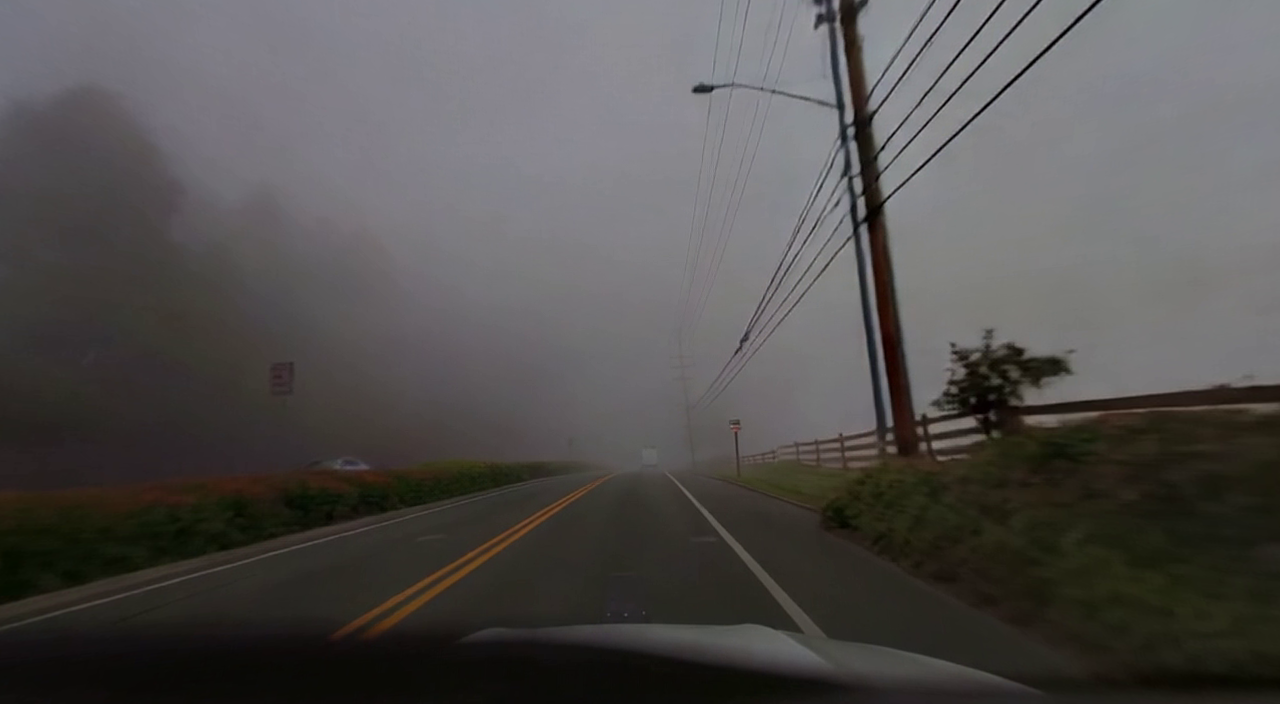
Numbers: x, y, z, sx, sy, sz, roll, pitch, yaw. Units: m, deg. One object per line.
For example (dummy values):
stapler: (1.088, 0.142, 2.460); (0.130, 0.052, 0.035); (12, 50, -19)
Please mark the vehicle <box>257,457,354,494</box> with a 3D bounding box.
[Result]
vehicle: (-15.192, 5.596, 28.958); (1.839, 1.447, 4.585); (0, -8, 1)
